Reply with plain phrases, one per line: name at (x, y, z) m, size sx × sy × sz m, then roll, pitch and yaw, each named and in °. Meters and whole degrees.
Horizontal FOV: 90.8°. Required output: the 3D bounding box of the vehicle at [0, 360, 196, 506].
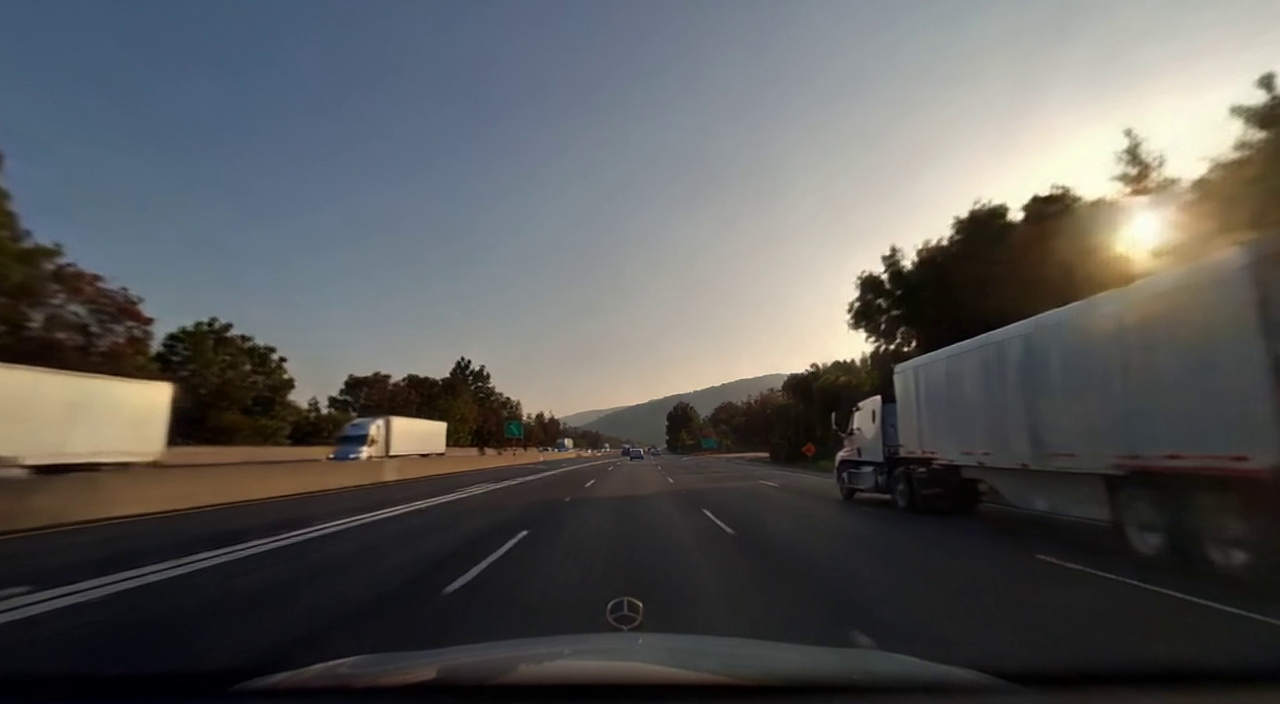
vehicle at (-19.388, 2.152, 16.861) m, size 2.946 × 4.056 × 16.865 m, roll 0°, pitch -9°, yaw 0°

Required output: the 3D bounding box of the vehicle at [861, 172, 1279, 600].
vehicle at (6.911, 0.981, 10.052) m, size 2.821 × 3.681 × 10.415 m, roll 0°, pitch -9°, yaw -1°

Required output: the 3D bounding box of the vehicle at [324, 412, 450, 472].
vehicle at (-18.930, 7.100, 49.288) m, size 2.923 × 3.914 × 16.640 m, roll 0°, pitch -9°, yaw 0°
